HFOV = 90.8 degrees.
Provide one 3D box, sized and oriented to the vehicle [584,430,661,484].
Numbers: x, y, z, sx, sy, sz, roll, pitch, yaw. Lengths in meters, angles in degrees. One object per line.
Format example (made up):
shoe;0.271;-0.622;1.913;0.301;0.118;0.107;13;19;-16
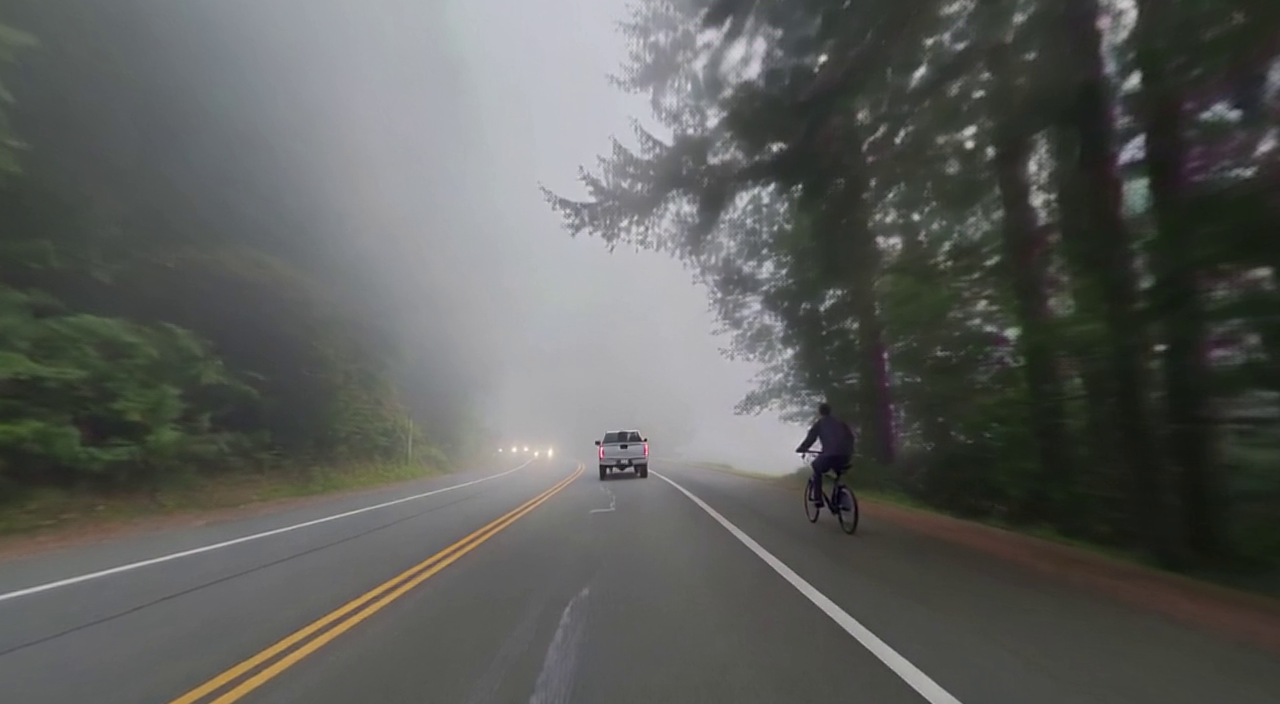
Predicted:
vehicle;-0.748;3.965;24.157;2.631;1.798;5.331;0;-8;-3
